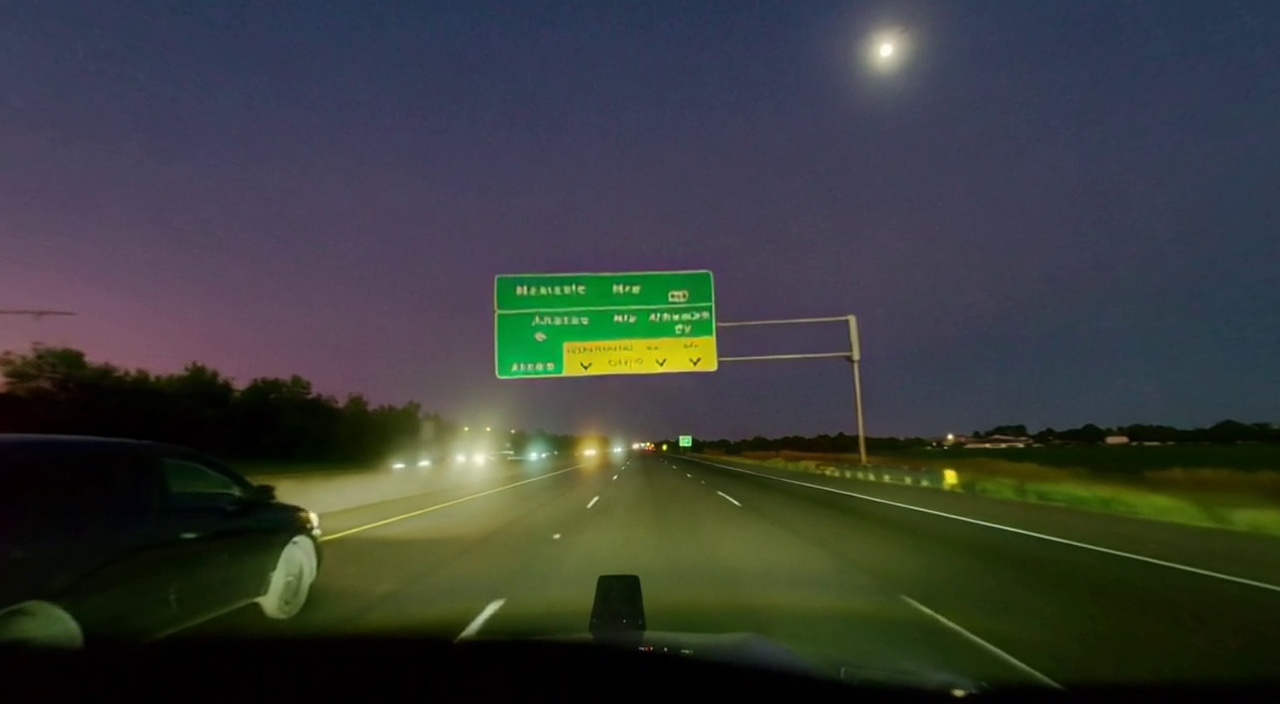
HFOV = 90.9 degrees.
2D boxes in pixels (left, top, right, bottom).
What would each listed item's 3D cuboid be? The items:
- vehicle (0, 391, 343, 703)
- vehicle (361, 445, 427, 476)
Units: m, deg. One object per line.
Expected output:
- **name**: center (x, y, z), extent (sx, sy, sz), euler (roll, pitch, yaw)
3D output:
- **vehicle**: center (-3.460, 1.039, 3.304), extent (1.815, 1.500, 4.036), euler (0, -9, 0)
- **vehicle**: center (-14.437, 6.397, 37.278), extent (2.059, 1.722, 4.527), euler (0, -9, 0)
